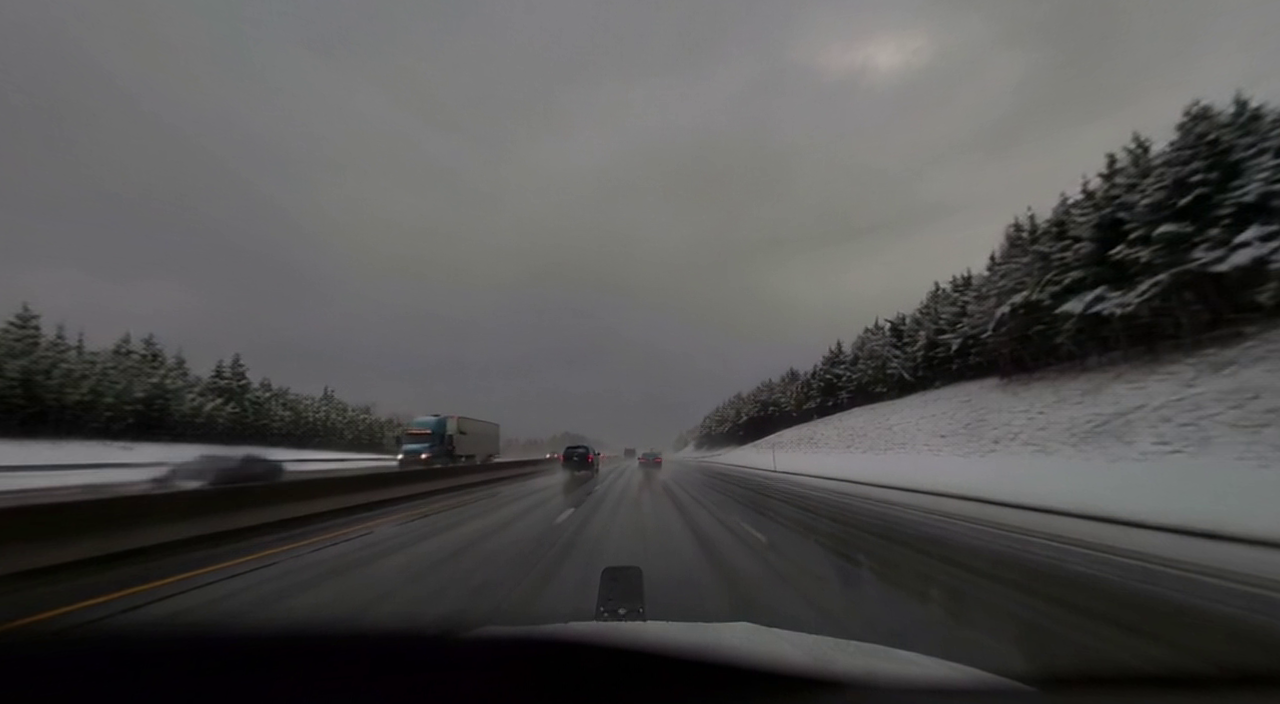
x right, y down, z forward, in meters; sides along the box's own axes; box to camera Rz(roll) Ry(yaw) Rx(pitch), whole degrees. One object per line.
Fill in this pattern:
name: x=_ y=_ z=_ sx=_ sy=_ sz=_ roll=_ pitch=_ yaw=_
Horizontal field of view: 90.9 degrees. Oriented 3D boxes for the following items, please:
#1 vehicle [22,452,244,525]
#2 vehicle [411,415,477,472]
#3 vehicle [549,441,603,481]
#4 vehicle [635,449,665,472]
vehicle: x=-11.526 y=3.084 z=14.780 sx=1.817 sy=1.439 sz=4.056 roll=0 pitch=-9 yaw=0
vehicle: x=-14.870 y=7.021 z=48.332 sx=2.994 sy=4.041 sz=5.835 roll=0 pitch=-9 yaw=0
vehicle: x=-3.055 y=5.309 z=30.880 sx=2.143 sy=1.770 sz=4.283 roll=0 pitch=-9 yaw=1
vehicle: x=0.693 y=7.826 z=45.604 sx=2.036 sy=1.519 sz=4.225 roll=0 pitch=-9 yaw=0
